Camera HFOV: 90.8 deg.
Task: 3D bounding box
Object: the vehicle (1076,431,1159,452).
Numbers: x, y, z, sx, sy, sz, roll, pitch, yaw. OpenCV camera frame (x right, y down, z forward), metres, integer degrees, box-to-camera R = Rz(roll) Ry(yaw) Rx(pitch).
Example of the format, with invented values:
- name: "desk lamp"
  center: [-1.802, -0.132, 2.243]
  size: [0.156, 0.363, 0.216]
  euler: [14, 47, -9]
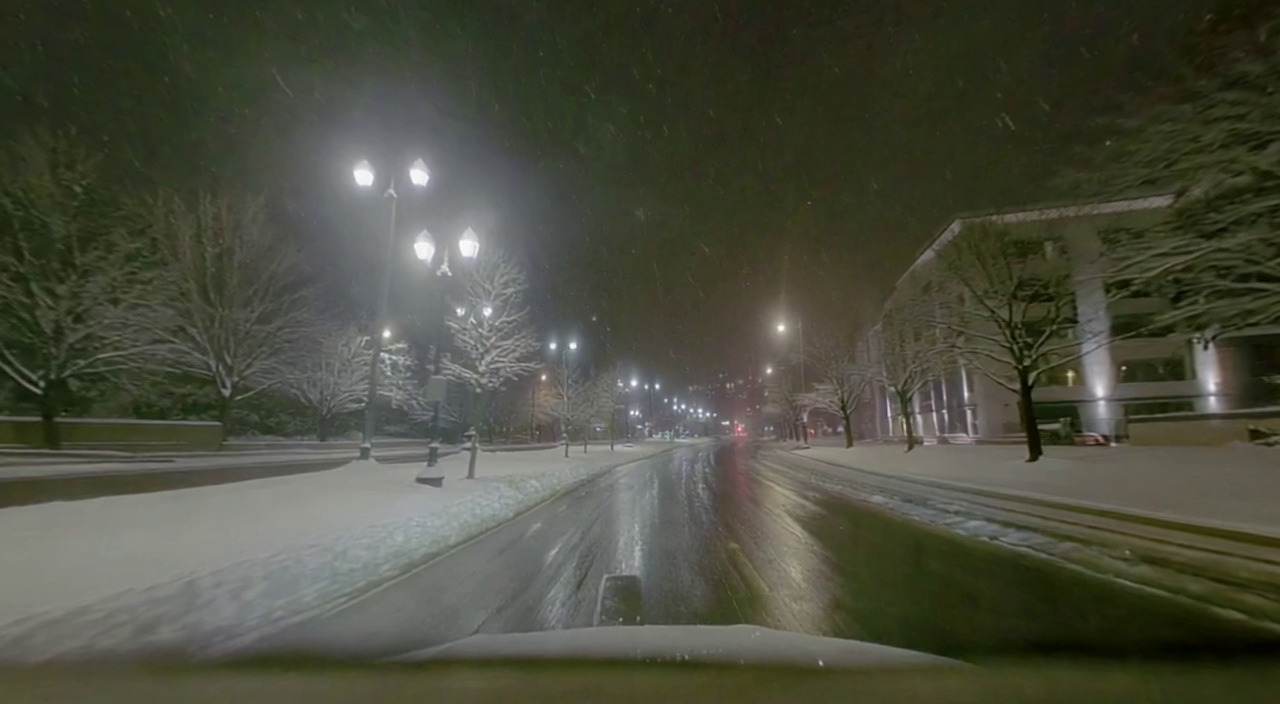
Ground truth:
- name: "vehicle"
  center: [33.939, 6.392, 44.994]
  size: [4.329, 1.466, 1.846]
  euler: [0, -9, 0]
